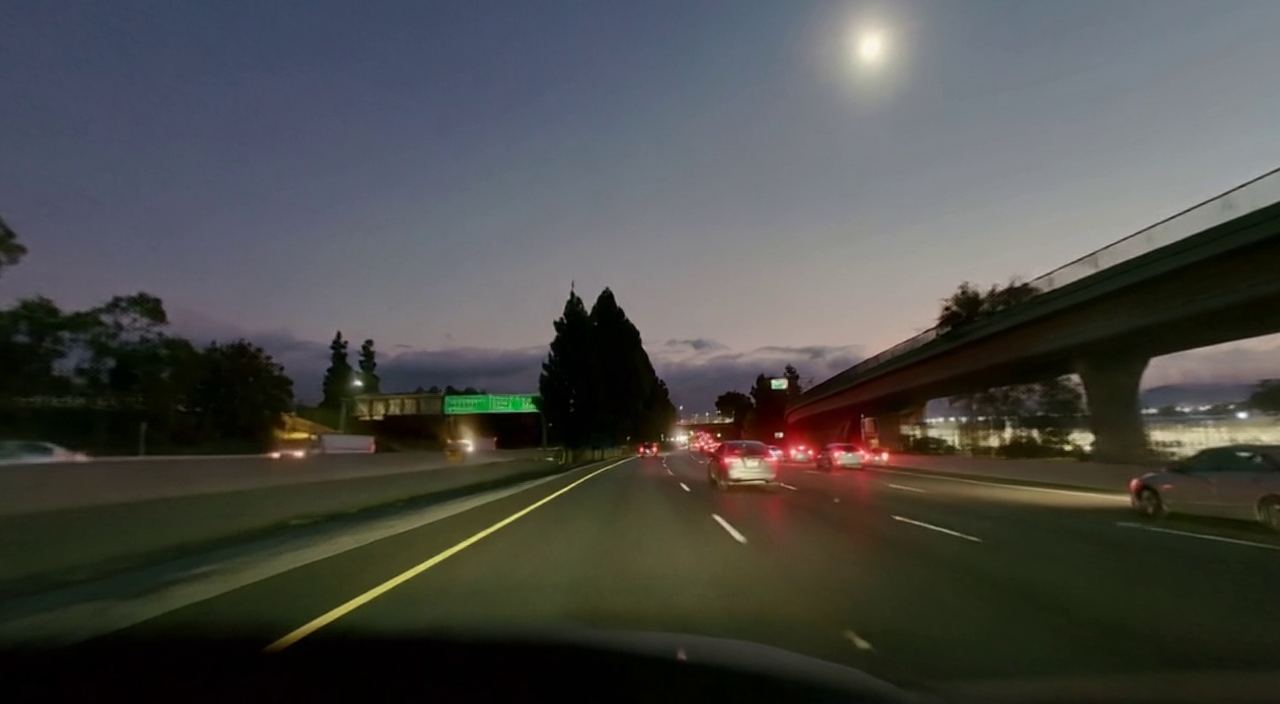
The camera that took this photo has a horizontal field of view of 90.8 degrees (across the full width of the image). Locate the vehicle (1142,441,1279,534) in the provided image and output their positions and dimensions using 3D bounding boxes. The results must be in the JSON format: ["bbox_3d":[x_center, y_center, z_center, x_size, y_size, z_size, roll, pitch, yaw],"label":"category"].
[{"bbox_3d":[11.014,2.192,10.395,1.827,1.448,4.370,0,-9,-1],"label":"vehicle"}]

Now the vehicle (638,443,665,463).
[{"bbox_3d":[0.887,7.828,48.997,2.046,1.475,3.784,-1,-9,1],"label":"vehicle"}]

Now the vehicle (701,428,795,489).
[{"bbox_3d":[3.414,3.521,21.114,2.226,1.779,4.835,0,-9,-1],"label":"vehicle"}]
